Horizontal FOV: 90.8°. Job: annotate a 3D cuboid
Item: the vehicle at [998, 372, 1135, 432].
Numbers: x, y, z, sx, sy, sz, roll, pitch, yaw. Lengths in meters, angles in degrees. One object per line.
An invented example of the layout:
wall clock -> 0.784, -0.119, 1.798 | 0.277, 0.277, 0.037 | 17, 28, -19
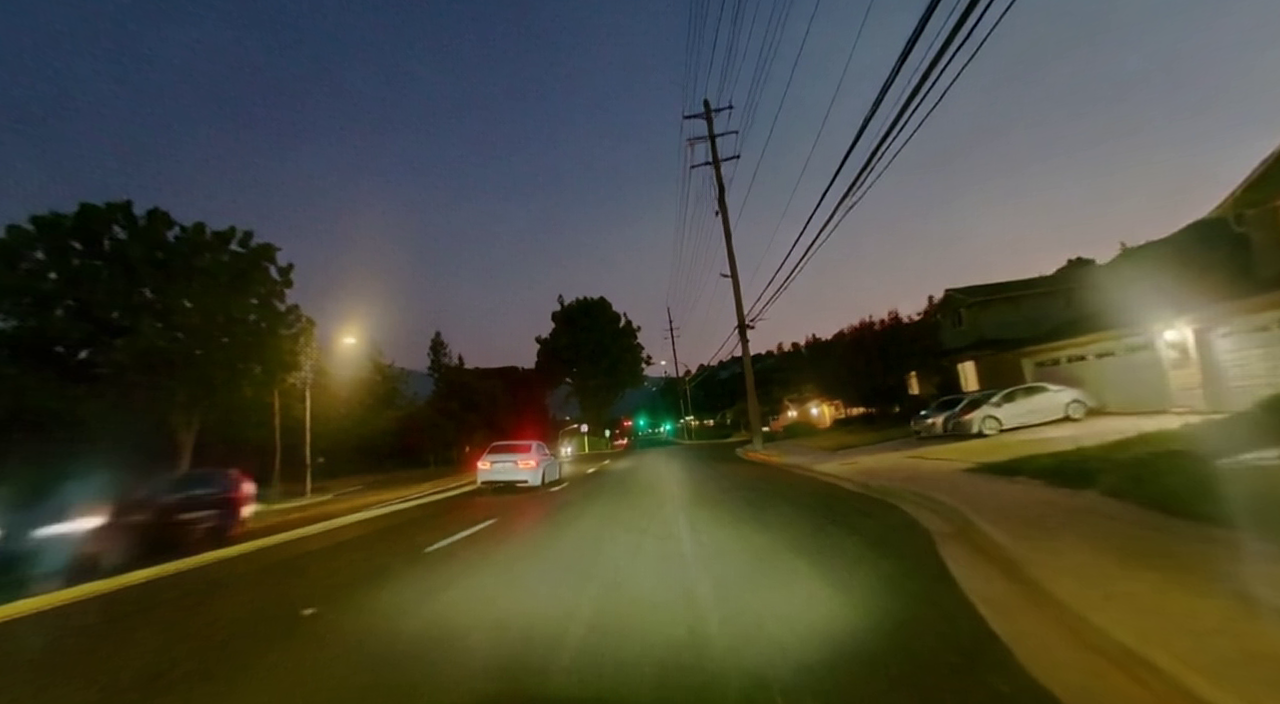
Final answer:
vehicle -> 13.497, 1.702, 20.335 | 1.894, 1.664, 4.159 | 0, -8, 7

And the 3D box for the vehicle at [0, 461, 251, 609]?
vehicle -> -8.175, 2.438, 9.342 | 1.960, 1.506, 4.714 | 0, -8, -2

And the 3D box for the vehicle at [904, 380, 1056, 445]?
vehicle -> 10.539, 2.050, 20.171 | 2.121, 1.799, 5.124 | 0, -8, 2

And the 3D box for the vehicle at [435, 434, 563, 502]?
vehicle -> -3.354, 2.860, 16.139 | 2.041, 1.471, 4.602 | 0, -8, 2
